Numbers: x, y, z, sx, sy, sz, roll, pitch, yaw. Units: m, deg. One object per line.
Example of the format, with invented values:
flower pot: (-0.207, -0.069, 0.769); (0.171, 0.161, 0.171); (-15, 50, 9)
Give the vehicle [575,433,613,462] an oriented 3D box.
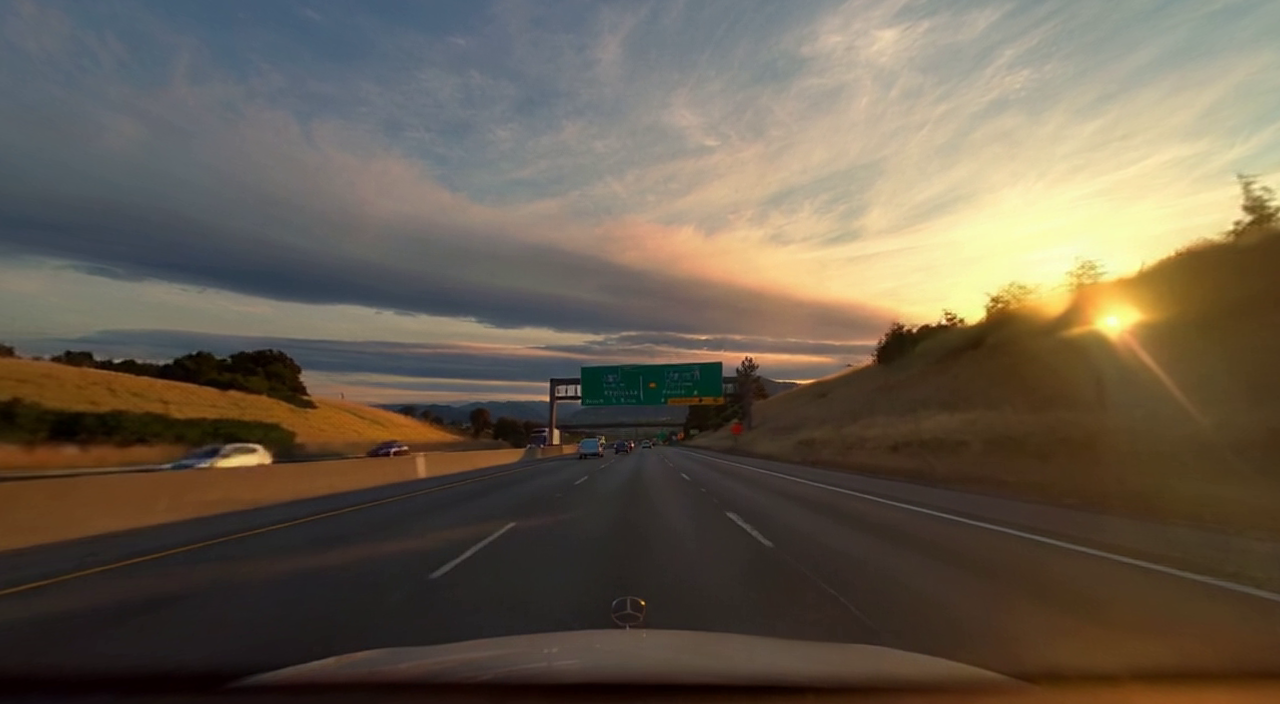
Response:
vehicle: (-3.241, 6.852, 45.191); (2.286, 2.011, 4.452); (0, -8, 1)
